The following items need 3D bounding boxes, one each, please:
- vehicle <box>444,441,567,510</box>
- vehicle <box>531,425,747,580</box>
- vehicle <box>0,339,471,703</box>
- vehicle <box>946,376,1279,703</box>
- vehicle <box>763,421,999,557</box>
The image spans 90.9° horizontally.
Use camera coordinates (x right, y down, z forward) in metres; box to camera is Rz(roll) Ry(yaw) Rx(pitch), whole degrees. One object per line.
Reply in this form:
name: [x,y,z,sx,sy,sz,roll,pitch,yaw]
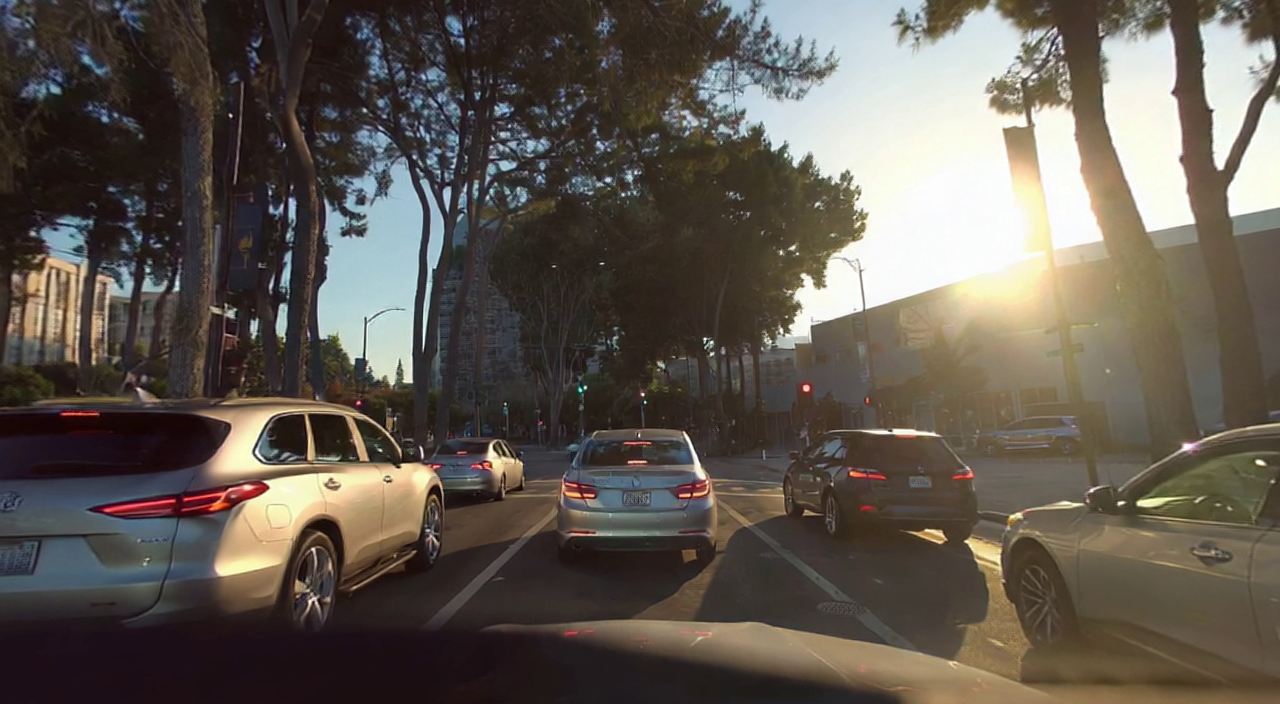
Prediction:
vehicle: [-3.059,2.905,15.318,1.975,1.420,4.196,-1,-8,1]
vehicle: [-0.035,1.799,8.328,2.147,1.507,3.953,0,-8,-1]
vehicle: [-3.144,1.160,5.059,2.168,1.750,4.625,-1,-8,1]
vehicle: [3.318,0.963,2.835,1.899,1.588,3.888,0,-9,0]
vehicle: [3.410,2.023,10.031,2.040,1.647,4.379,0,-9,1]
